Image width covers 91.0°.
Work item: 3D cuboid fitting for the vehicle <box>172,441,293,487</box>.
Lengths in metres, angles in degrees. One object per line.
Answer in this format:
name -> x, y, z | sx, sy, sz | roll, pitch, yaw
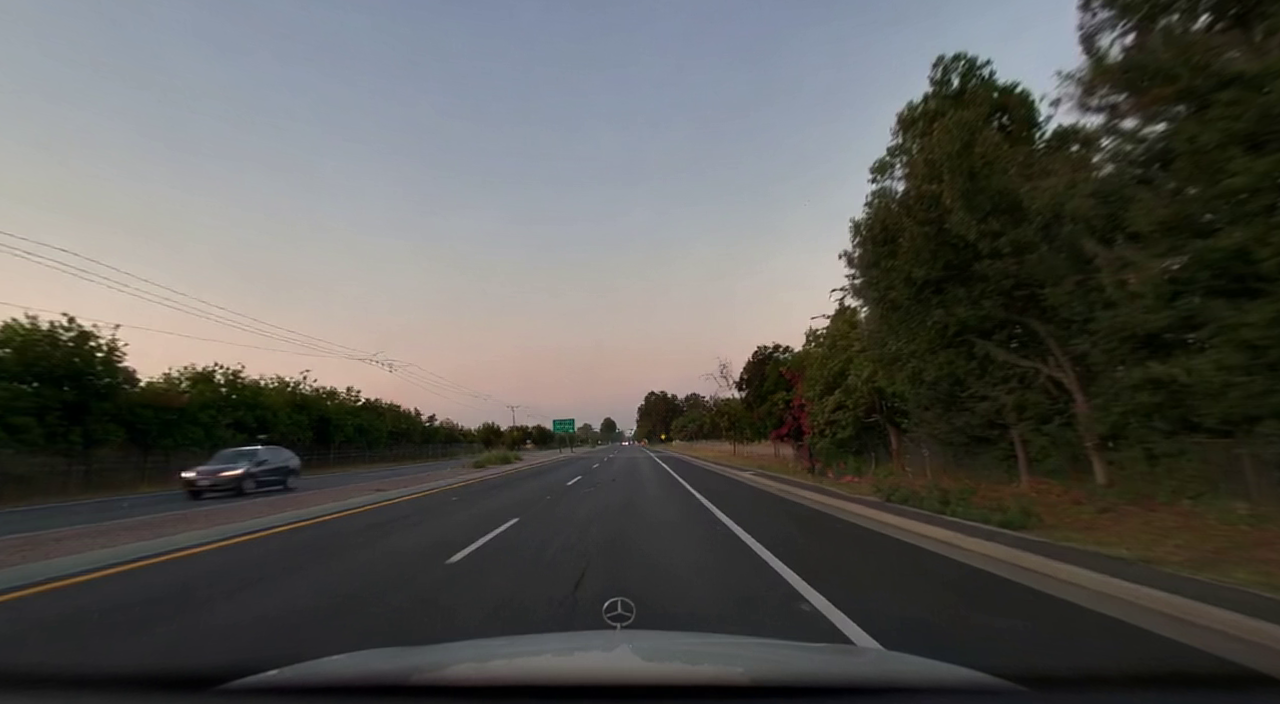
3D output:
vehicle -> -14.493, 3.978, 22.683 | 1.920, 1.490, 3.720 | 0, -8, -2
